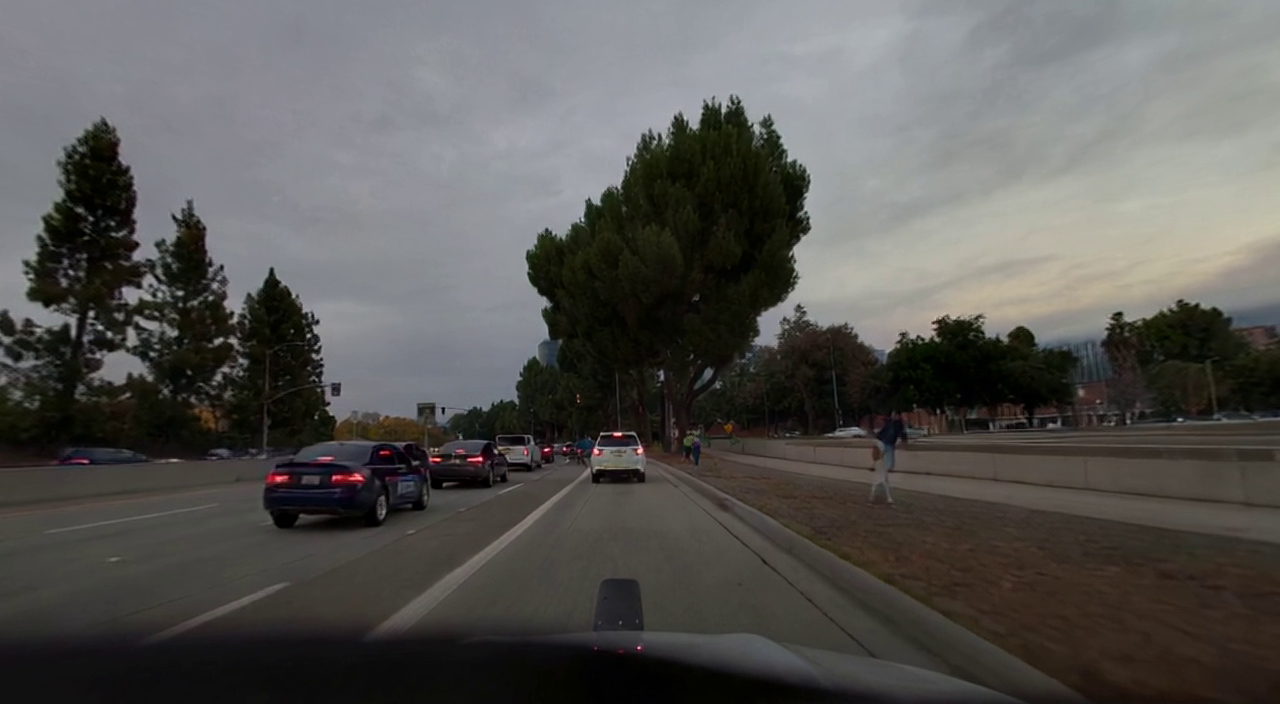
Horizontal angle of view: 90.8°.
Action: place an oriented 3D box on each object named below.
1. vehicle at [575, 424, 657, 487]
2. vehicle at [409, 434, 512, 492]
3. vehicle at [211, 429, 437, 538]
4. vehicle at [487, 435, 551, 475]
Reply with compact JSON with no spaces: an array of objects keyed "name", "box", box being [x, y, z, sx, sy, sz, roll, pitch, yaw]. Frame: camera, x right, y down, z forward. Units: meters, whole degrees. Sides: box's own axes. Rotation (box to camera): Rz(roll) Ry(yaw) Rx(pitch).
[{"name":"vehicle","box":[-0.781,3.348,20.638,2.368,1.829,4.293,0,-9,-2]},{"name":"vehicle","box":[-5.632,3.541,20.517,2.010,1.674,4.484,0,-9,0]},{"name":"vehicle","box":[-5.424,2.295,11.618,2.069,1.616,4.108,0,-9,-1]},{"name":"vehicle","box":[-5.724,4.947,30.496,2.188,1.774,4.477,0,-9,0]}]
